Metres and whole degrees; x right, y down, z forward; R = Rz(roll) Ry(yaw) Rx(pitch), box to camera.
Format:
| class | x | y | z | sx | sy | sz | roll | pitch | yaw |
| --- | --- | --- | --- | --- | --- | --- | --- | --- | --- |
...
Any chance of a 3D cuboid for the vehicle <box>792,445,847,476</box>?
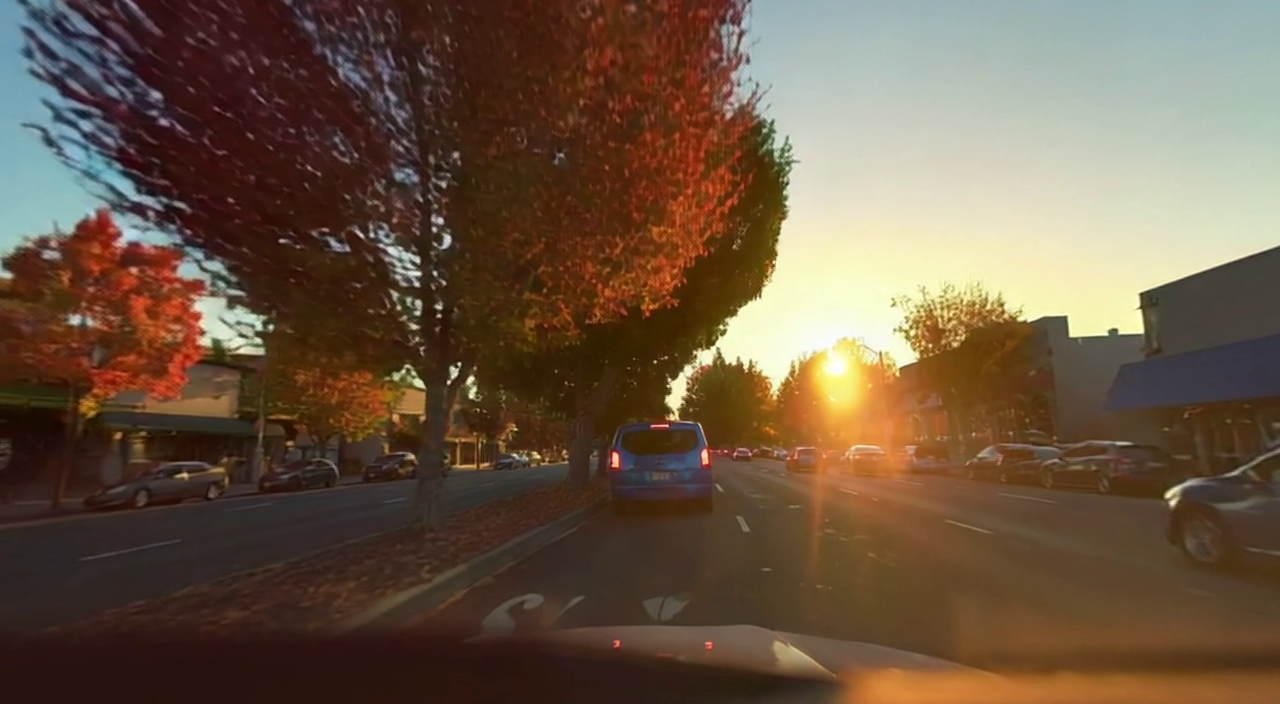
| class | x | y | z | sx | sy | sz | roll | pitch | yaw |
| --- | --- | --- | --- | --- | --- | --- | --- | --- | --- |
| vehicle | 9.300 | 5.637 | 33.060 | 1.886 | 1.464 | 4.290 | -1 | -8 | 4 |

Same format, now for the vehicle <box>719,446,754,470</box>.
| class | x | y | z | sx | sy | sz | roll | pitch | yaw |
| --- | --- | --- | --- | --- | --- | --- | --- | --- | --- |
| vehicle | 7.042 | 7.773 | 46.354 | 2.249 | 1.621 | 3.978 | -1 | -8 | 5 |

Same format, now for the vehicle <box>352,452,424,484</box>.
| class | x | y | z | sx | sy | sz | roll | pitch | yaw |
| --- | --- | --- | --- | --- | --- | --- | --- | --- | --- |
| vehicle | -13.436 | 6.179 | 33.888 | 1.947 | 1.558 | 4.065 | -1 | -8 | 4 |

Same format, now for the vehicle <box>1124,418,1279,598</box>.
| class | x | y | z | sx | sy | sz | roll | pitch | yaw |
| --- | --- | --- | --- | --- | --- | --- | --- | --- | --- |
| vehicle | 6.404 | 1.247 | 4.776 | 1.928 | 1.529 | 4.917 | -1 | -8 | 5 |

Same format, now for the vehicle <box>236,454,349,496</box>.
| class | x | y | z | sx | sy | sz | roll | pitch | yaw |
| --- | --- | --- | --- | --- | --- | --- | --- | --- | --- |
| vehicle | -14.034 | 4.966 | 25.844 | 1.877 | 1.445 | 4.436 | -1 | -8 | 4 |

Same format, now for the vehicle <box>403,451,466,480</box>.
| class | x | y | z | sx | sy | sz | roll | pitch | yaw |
| --- | --- | --- | --- | --- | --- | --- | --- | --- | --- |
| vehicle | -12.746 | 7.026 | 39.464 | 1.921 | 1.621 | 4.930 | -1 | -8 | 5 |

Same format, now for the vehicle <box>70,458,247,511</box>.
| class | x | y | z | sx | sy | sz | roll | pitch | yaw |
| --- | --- | --- | --- | --- | --- | --- | --- | --- | --- |
| vehicle | -14.766 | 4.054 | 19.710 | 1.797 | 1.351 | 4.300 | -1 | -8 | 7 |

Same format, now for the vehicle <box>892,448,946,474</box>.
| class | x | y | z | sx | sy | sz | roll | pitch | yaw |
| --- | --- | --- | --- | --- | --- | --- | --- | --- | --- |
| vehicle | 16.982 | 6.621 | 38.588 | 1.916 | 1.452 | 3.811 | 0 | -9 | 6 |

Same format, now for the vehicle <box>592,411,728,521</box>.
| class | x | y | z | sx | sy | sz | roll | pitch | yaw |
| --- | --- | --- | --- | --- | --- | --- | --- | --- | --- |
| vehicle | 0.576 | 2.297 | 13.238 | 2.344 | 1.863 | 4.665 | -1 | -8 | 6 |

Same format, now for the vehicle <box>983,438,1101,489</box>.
| class | x | y | z | sx | sy | sz | roll | pitch | yaw |
| --- | --- | --- | --- | --- | --- | --- | --- | --- | --- |
| vehicle | 15.250 | 4.208 | 24.265 | 1.938 | 1.755 | 4.415 | -1 | -8 | 5 |

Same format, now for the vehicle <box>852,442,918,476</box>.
| class | x | y | z | sx | sy | sz | roll | pitch | yaw |
| --- | --- | --- | --- | --- | --- | --- | --- | --- | --- |
| vehicle | 13.255 | 5.796 | 34.441 | 2.040 | 1.738 | 4.414 | -1 | -8 | 4 |
